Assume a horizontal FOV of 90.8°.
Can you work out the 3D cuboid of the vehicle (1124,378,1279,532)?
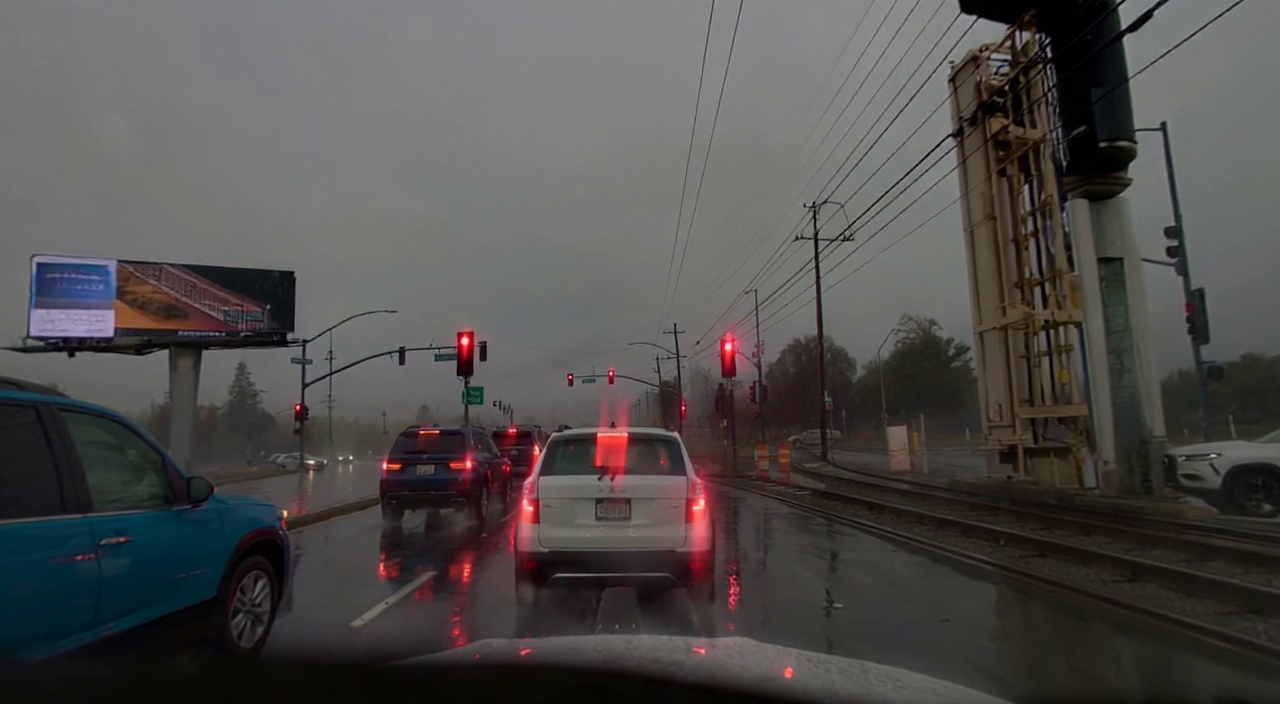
[{"bbox_3d":[9.610,1.317,8.194,5.060,1.702,2.033,1,-9,-4],"label":"vehicle"}]

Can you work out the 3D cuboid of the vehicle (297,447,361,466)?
[{"bbox_3d":[-24.186,8.093,49.076,4.357,1.444,1.842,-3,-9,19],"label":"vehicle"}]

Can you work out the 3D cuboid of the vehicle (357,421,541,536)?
[{"bbox_3d":[-3.151,2.185,11.506,1.988,1.678,4.317,0,-9,0],"label":"vehicle"}]

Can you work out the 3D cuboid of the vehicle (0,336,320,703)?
[{"bbox_3d":[-3.926,0.877,3.056,2.052,1.814,5.184,0,-9,-1],"label":"vehicle"}]

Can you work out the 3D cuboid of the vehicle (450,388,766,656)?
[{"bbox_3d":[-0.203,1.375,5.985,2.025,1.723,3.644,0,-9,0],"label":"vehicle"}]
